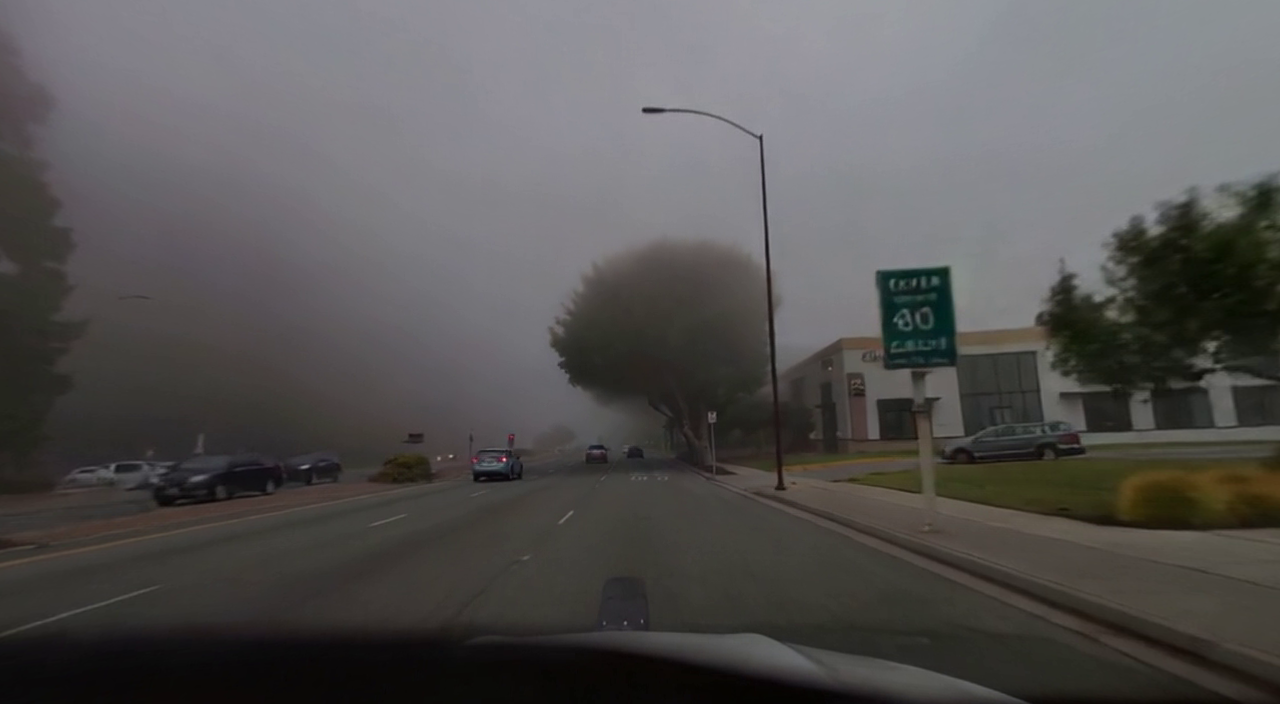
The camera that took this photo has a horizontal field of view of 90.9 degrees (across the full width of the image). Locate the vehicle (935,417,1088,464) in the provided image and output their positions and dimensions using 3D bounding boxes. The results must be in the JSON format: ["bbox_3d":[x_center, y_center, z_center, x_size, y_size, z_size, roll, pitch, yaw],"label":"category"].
[{"bbox_3d":[12.701,3.110,21.857,4.148,1.507,1.840,-3,-9,18],"label":"vehicle"}]

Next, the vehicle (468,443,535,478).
[{"bbox_3d":[-6.207,4.927,28.858,2.072,1.427,4.328,0,-9,0],"label":"vehicle"}]

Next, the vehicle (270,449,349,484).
[{"bbox_3d":[-17.754,6.144,34.089,1.902,1.747,4.380,0,-9,0],"label":"vehicle"}]

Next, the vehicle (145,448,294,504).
[{"bbox_3d":[-12.983,3.797,19.886,1.937,1.526,4.530,1,-9,-6],"label":"vehicle"}]
